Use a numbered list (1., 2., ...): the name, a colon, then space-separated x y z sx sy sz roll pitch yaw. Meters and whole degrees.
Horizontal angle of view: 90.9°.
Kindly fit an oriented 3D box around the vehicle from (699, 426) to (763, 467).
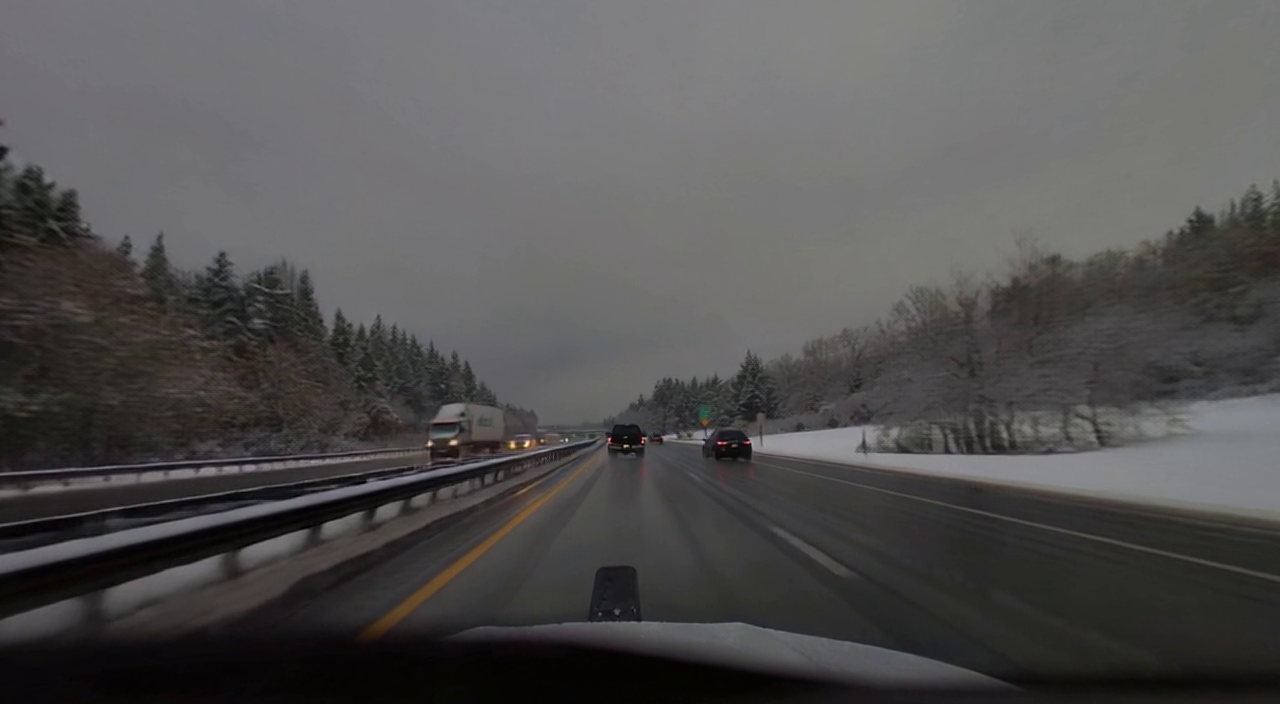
1. vehicle: 3.754 3.967 26.620 1.981 1.606 3.956 0 -8 -2

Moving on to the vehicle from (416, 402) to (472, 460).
1. vehicle: -14.213 5.770 45.979 2.990 4.029 3.259 0 -8 -2

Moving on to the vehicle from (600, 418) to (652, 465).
1. vehicle: -0.692 4.259 30.027 2.270 2.044 4.633 0 -8 -2
